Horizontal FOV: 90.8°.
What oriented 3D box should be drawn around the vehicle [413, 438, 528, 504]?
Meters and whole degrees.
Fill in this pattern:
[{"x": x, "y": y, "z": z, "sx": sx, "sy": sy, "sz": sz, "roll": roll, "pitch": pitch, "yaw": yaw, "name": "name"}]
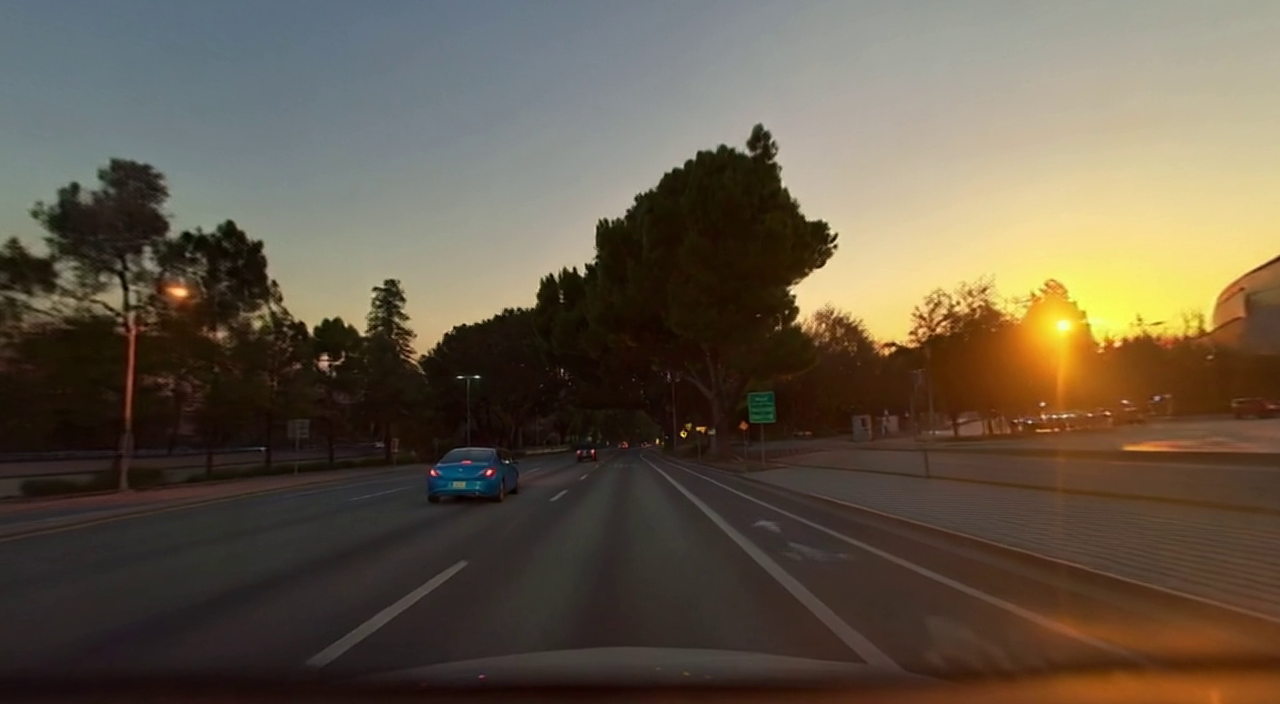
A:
[{"x": -4.217, "y": 2.995, "z": 16.403, "sx": 1.964, "sy": 1.472, "sz": 4.078, "roll": 0, "pitch": -8, "yaw": -2, "name": "vehicle"}]
